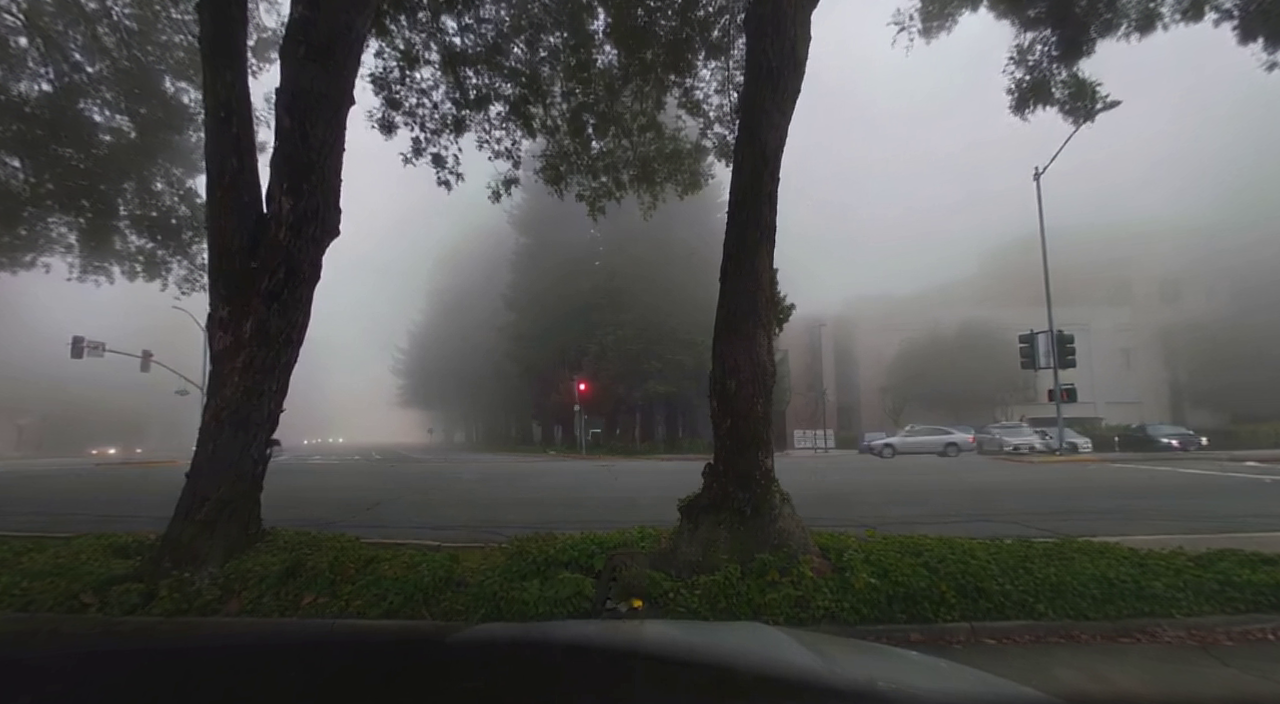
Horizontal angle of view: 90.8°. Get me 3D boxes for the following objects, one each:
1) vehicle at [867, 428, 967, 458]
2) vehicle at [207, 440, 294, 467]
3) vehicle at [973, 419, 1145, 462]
[{"bbox_3d":[14.699,4.866,33.758,4.488,1.536,1.849,-2,-9,10],"label":"vehicle"},{"bbox_3d":[-22.747,5.918,36.982,4.020,1.517,1.855,-2,-9,10],"label":"vehicle"},{"bbox_3d":[15.024,3.219,22.945,4.749,1.461,1.892,-1,-9,9],"label":"vehicle"}]
